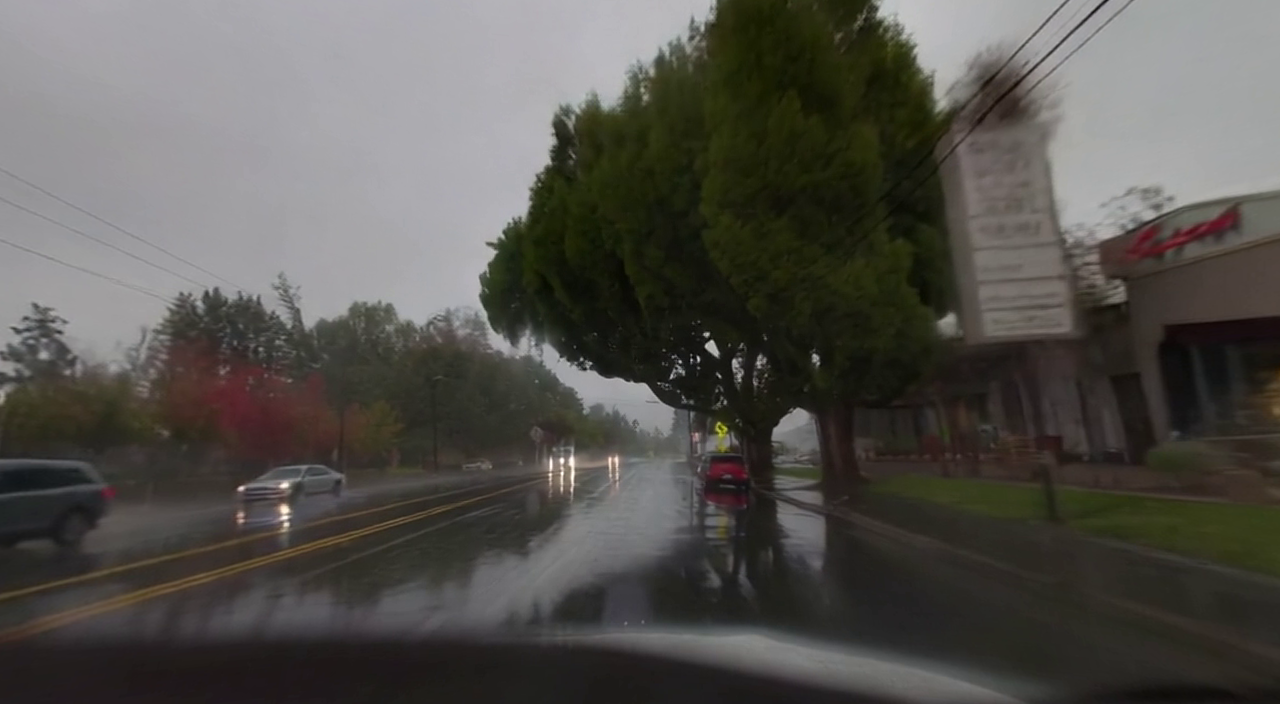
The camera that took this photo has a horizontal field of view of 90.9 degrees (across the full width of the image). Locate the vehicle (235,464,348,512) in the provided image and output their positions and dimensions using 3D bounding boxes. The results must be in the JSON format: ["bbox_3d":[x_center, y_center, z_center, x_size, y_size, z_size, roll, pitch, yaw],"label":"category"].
[{"bbox_3d":[-14.163,5.508,25.992,1.915,1.505,4.726,-5,-9,2],"label":"vehicle"}]

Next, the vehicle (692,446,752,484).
[{"bbox_3d":[3.575,5.001,28.194,2.041,1.523,4.281,0,-9,-1],"label":"vehicle"}]

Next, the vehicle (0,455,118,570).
[{"bbox_3d":[-11.317,2.553,9.865,2.079,1.812,4.757,0,-9,2],"label":"vehicle"}]
